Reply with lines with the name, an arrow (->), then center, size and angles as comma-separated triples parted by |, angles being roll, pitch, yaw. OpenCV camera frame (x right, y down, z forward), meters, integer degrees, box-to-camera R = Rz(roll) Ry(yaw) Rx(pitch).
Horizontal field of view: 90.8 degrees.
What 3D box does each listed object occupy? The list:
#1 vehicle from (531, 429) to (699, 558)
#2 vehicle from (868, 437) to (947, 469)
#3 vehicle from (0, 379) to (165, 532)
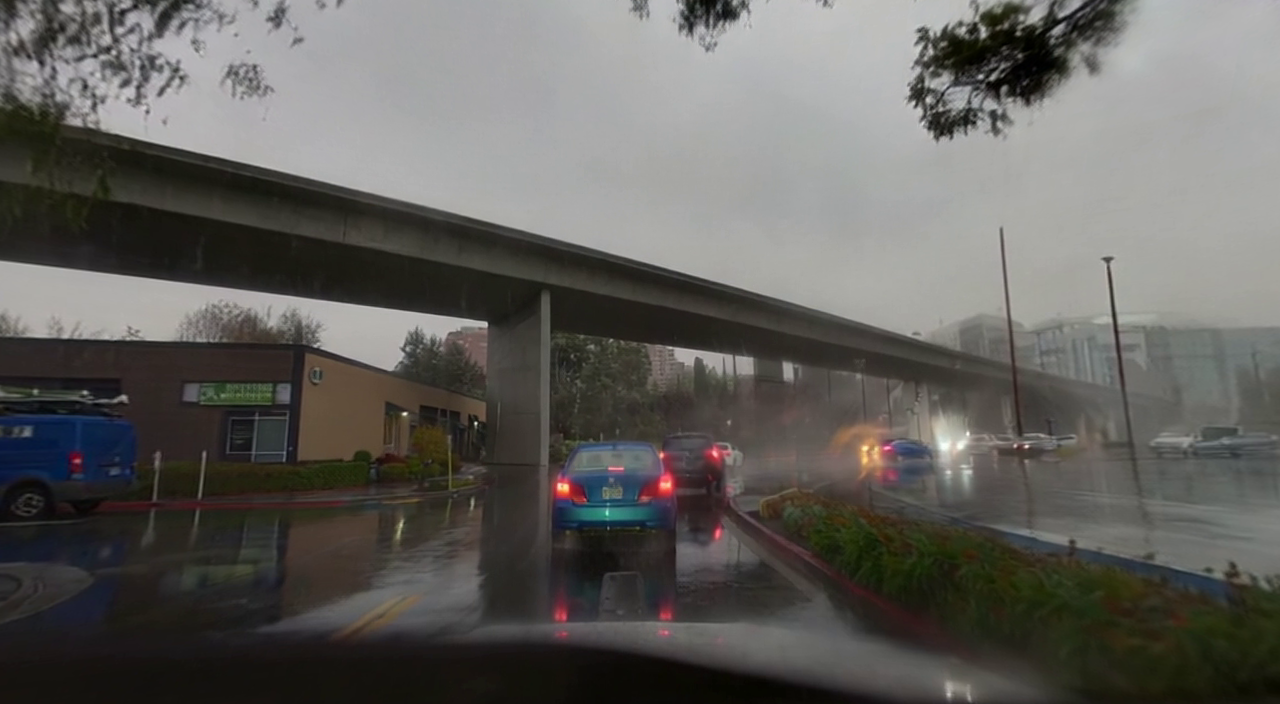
vehicle -> -0.235, 2.116, 10.258 | 2.087, 1.578, 4.652 | 0, -9, 2
vehicle -> 16.434, 6.179, 38.729 | 4.425, 1.828, 2.032 | 4, -10, -28
vehicle -> -13.517, 2.075, 12.909 | 5.356, 2.762, 2.644 | 0, -9, 1
